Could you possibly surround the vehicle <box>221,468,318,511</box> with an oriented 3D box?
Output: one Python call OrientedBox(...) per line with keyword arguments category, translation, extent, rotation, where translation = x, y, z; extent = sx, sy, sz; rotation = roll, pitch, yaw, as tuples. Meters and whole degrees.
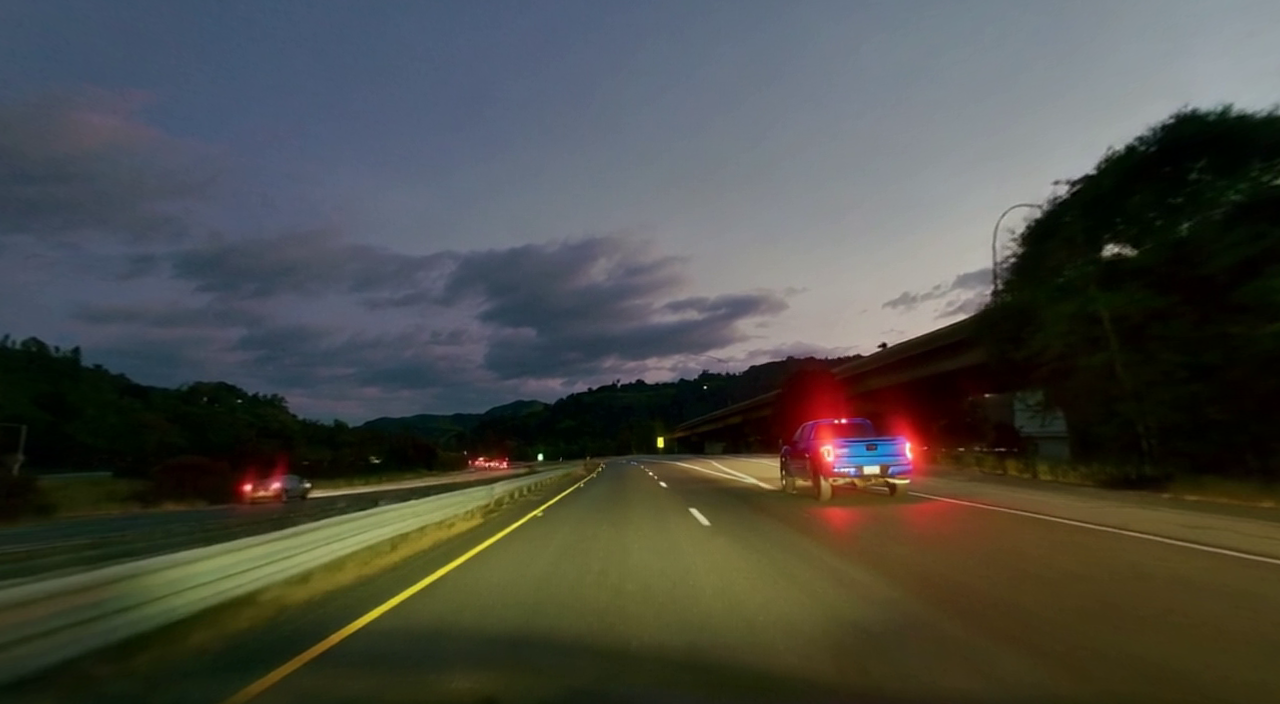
OrientedBox(category="vehicle", translation=(-22.196, 8.208, 38.249), extent=(2.573, 1.976, 5.651), rotation=(-5, -9, -1))
